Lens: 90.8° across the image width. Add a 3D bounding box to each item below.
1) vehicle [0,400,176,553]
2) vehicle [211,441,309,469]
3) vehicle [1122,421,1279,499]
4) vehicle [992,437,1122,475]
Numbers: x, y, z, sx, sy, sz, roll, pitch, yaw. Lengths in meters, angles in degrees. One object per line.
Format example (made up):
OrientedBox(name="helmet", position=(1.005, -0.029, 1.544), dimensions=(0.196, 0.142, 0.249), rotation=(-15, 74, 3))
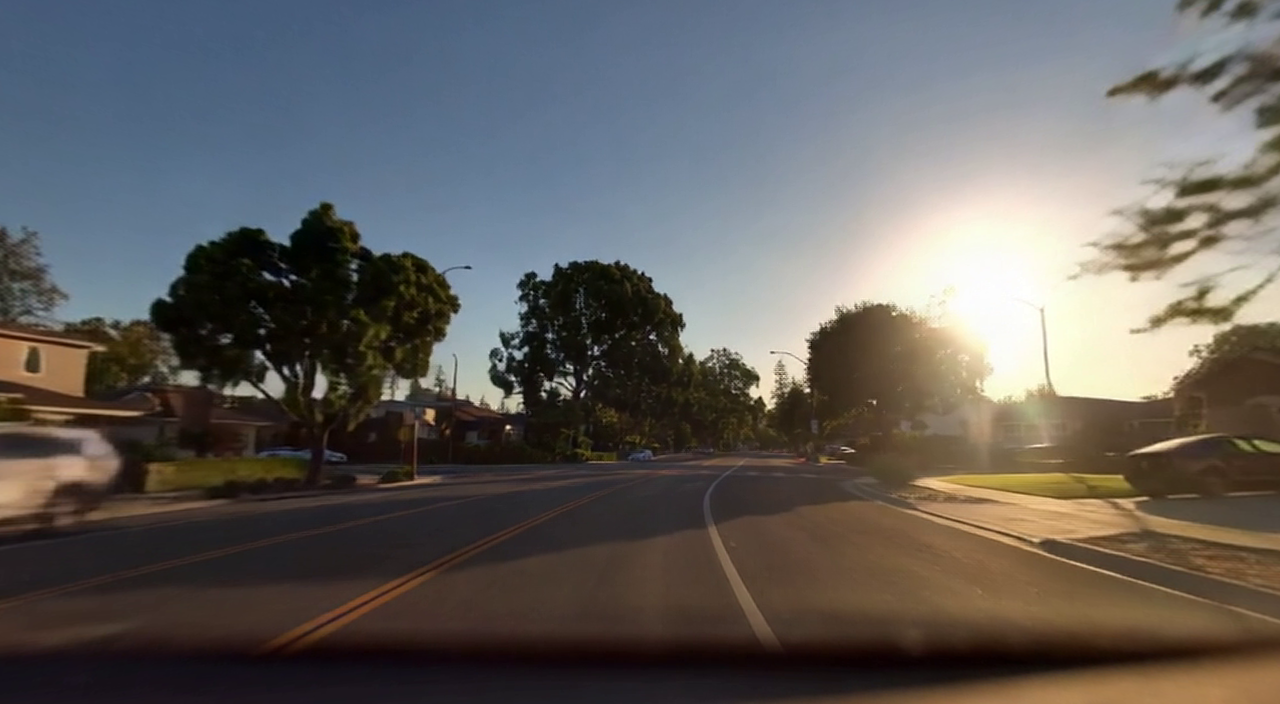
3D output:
OrientedBox(name="vehicle", position=(-9.270, 1.586, 7.995), dimensions=(2.272, 1.920, 5.737), rotation=(-1, -8, 2))
OrientedBox(name="vehicle", position=(-26.979, 7.339, 44.955), dimensions=(5.754, 1.892, 2.236), rotation=(-2, -9, 10))
OrientedBox(name="vehicle", position=(15.951, 2.704, 16.200), dimensions=(5.073, 1.729, 2.161), rotation=(-6, -11, 12))
OrientedBox(name="vehicle", position=(23.221, 5.825, 35.410), dimensions=(5.484, 1.842, 2.188), rotation=(-4, -10, 11))
